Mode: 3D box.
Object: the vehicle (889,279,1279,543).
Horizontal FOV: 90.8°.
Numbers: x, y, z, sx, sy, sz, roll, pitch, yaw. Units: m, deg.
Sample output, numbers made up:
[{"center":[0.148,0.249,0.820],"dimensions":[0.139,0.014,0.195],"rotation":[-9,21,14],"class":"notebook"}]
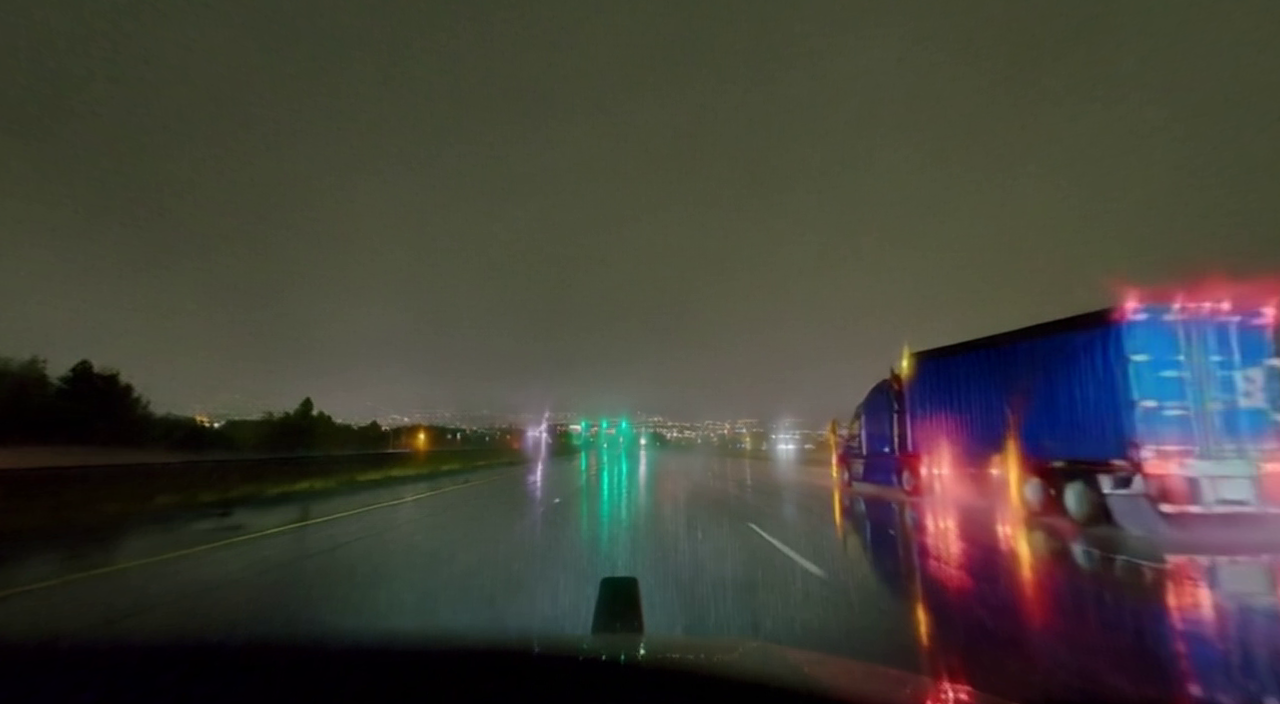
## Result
[{"center":[7.179,1.181,10.876],"dimensions":[2.627,3.011,7.287],"rotation":[0,-9,-1],"class":"vehicle"}]
